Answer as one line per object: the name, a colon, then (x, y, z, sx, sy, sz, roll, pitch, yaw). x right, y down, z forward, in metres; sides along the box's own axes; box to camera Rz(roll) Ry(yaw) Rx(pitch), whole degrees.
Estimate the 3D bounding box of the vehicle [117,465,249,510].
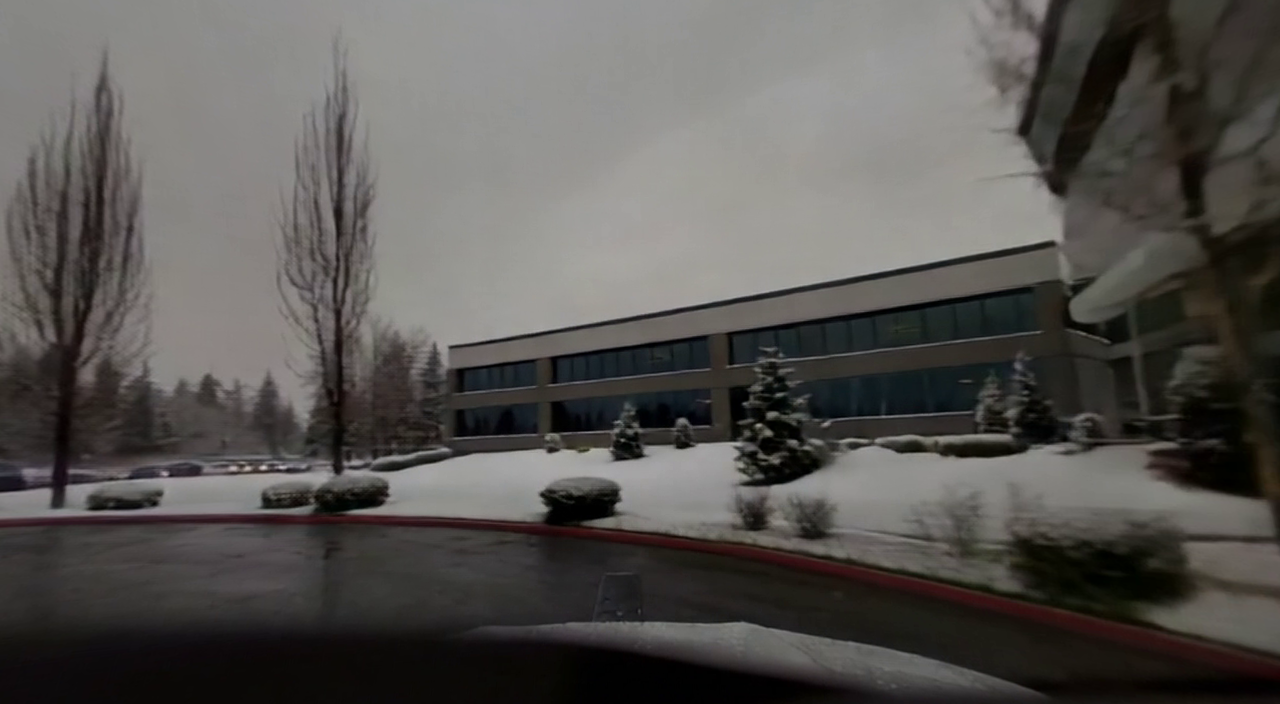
vehicle: (-21.906, 6.468, 30.471, 4.755, 1.707, 1.889, -2, -9, -12)
